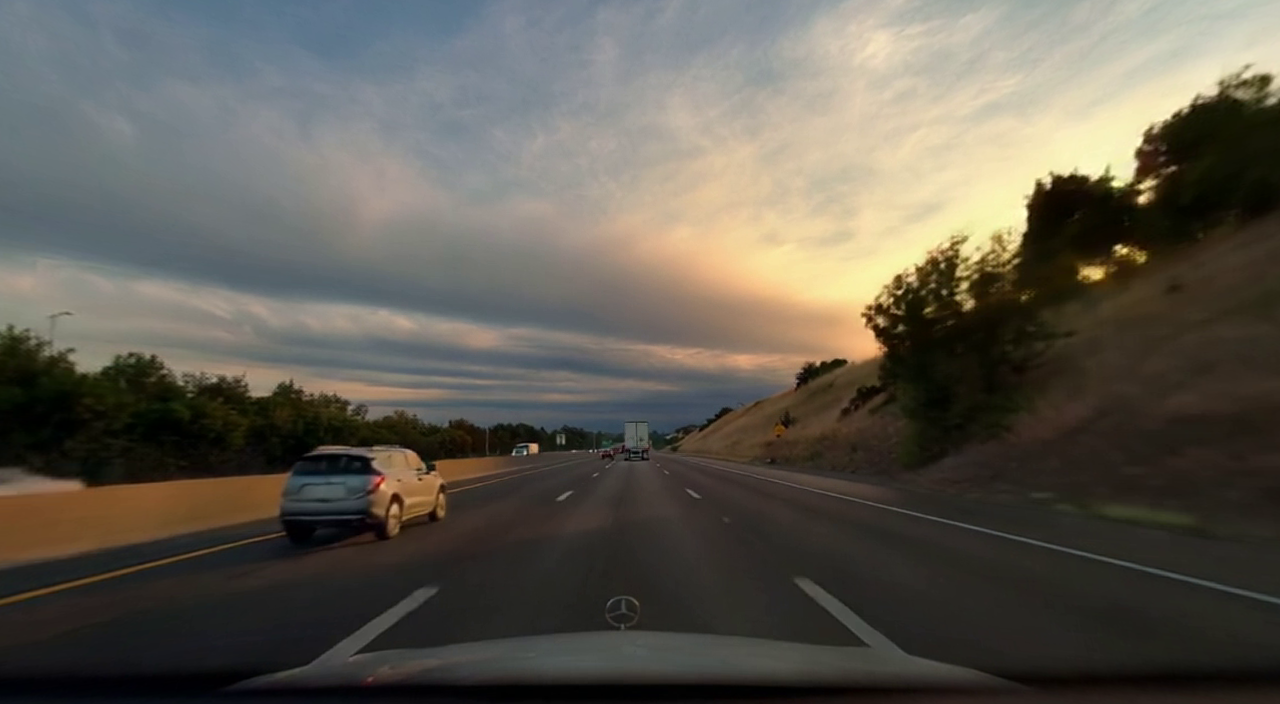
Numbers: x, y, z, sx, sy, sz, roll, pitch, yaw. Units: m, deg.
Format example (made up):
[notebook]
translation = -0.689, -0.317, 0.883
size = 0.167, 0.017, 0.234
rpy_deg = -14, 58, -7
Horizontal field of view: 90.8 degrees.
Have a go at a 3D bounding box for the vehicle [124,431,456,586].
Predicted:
[vehicle]
translation = -4.129, 1.891, 8.457
size = 2.051, 1.537, 4.111
rpy_deg = 0, -9, 0
